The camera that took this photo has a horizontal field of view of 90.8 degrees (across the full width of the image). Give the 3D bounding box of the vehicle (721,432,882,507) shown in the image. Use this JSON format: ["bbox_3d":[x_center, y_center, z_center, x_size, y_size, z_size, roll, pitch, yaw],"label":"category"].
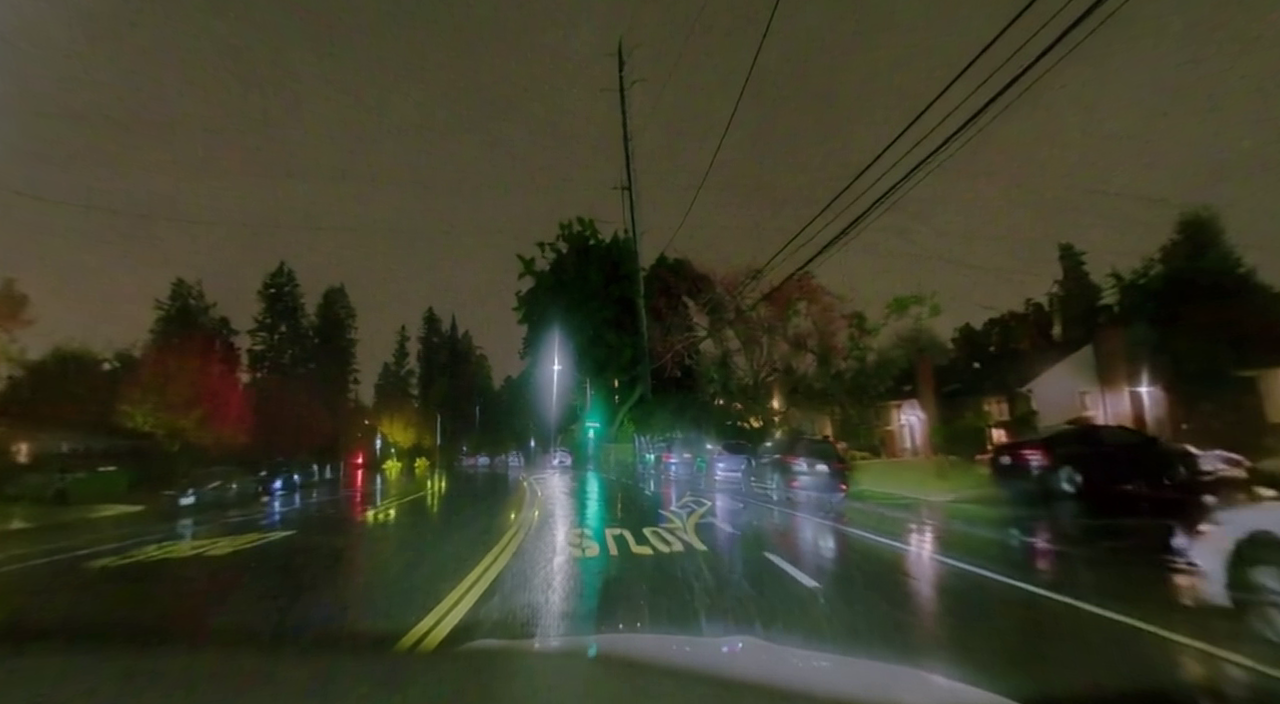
[{"bbox_3d":[3.887,2.924,16.253,2.367,1.614,4.463,1,-8,-9],"label":"vehicle"}]

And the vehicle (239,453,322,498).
[{"bbox_3d":[-14.926,5.098,26.541,2.117,1.501,4.762,2,-8,-19],"label":"vehicle"}]

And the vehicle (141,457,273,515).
[{"bbox_3d":[-13.586,4.172,20.196,1.943,1.476,4.714,2,-9,-15],"label":"vehicle"}]

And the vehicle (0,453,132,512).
[{"bbox_3d":[-18.803,4.123,20.426,2.017,1.588,4.732,3,-9,-18],"label":"vehicle"}]

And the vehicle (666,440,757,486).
[{"bbox_3d":[2.470,3.963,22.946,1.844,1.485,4.193,2,-9,-16],"label":"vehicle"}]

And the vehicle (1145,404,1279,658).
[{"bbox_3d":[4.951,0.878,2.388,2.092,1.524,4.800,0,-8,0],"label":"vehicle"}]

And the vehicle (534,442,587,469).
[{"bbox_3d":[-5.800,7.383,45.486,2.134,1.805,5.559,4,-9,-25],"label":"vehicle"}]

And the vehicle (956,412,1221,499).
[{"bbox_3d":[10.093,2.310,14.418,4.716,1.483,1.993,-3,-7,-9],"label":"vehicle"}]
